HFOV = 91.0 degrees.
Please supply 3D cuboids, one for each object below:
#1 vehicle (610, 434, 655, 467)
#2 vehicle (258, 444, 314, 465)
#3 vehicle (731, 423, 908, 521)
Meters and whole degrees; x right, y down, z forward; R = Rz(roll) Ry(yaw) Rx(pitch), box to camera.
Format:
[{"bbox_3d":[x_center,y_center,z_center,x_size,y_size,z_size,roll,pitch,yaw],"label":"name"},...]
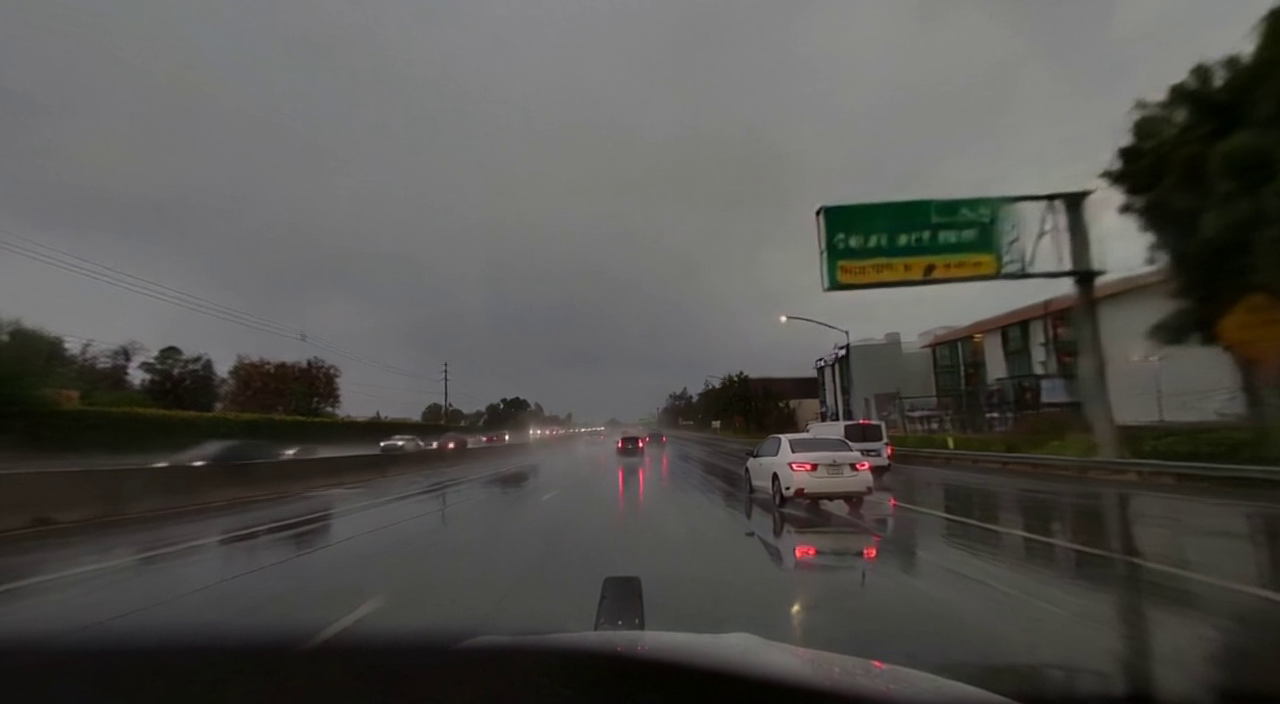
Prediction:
[{"bbox_3d":[-0.374,4.729,30.299,2.019,1.472,3.971,0,-8,-1],"label":"vehicle"},{"bbox_3d":[-27.813,8.051,49.602,1.850,1.572,4.418,0,-8,0],"label":"vehicle"},{"bbox_3d":[3.186,2.232,12.308,1.995,1.533,4.463,0,-8,-2],"label":"vehicle"}]
